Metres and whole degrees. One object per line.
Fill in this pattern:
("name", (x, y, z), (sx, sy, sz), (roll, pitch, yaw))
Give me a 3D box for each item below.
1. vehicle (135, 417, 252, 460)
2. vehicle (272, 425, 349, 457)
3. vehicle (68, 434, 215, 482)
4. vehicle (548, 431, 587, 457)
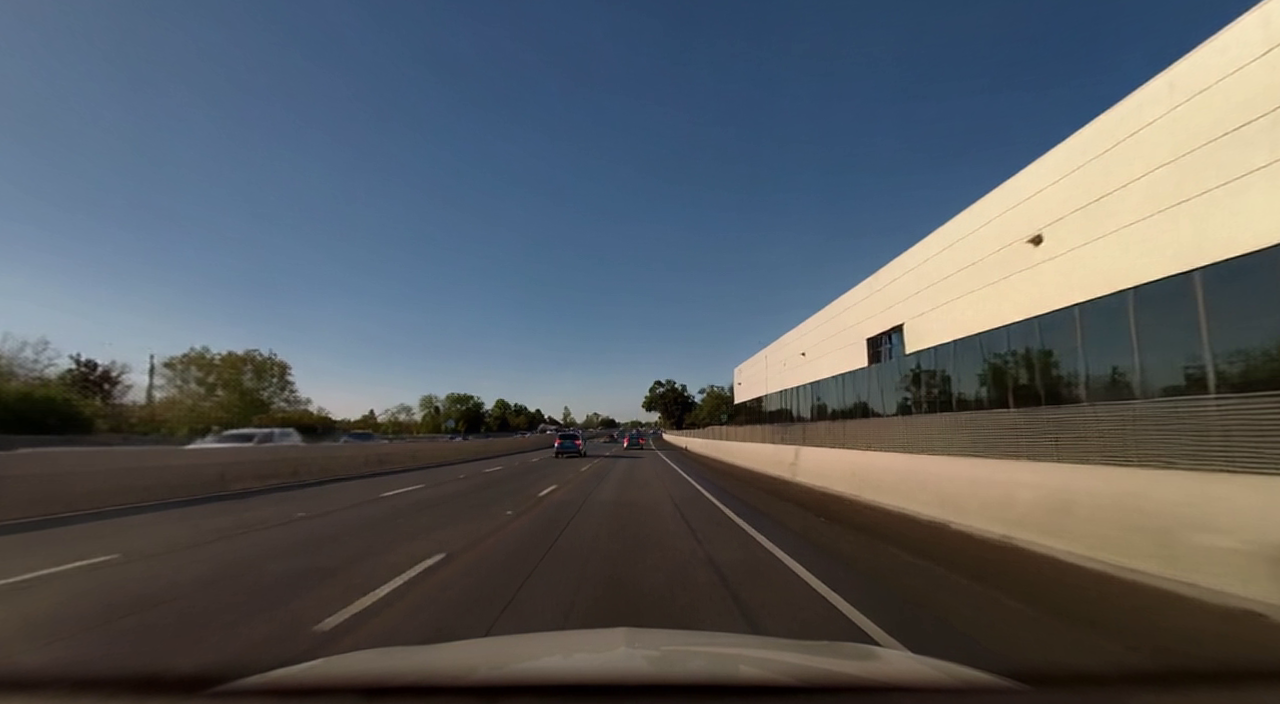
("vehicle", (-24.957, 4.883, 35.519), (2.318, 2.221, 5.792), (0, -8, 0))
("vehicle", (-20.515, 5.595, 39.436), (2.069, 1.850, 4.939), (0, -8, 1))
("vehicle", (-16.673, 3.533, 21.316), (1.795, 1.441, 3.884), (0, -8, 0))
("vehicle", (-4.667, 6.008, 41.284), (2.036, 1.612, 4.510), (0, -8, 0))
